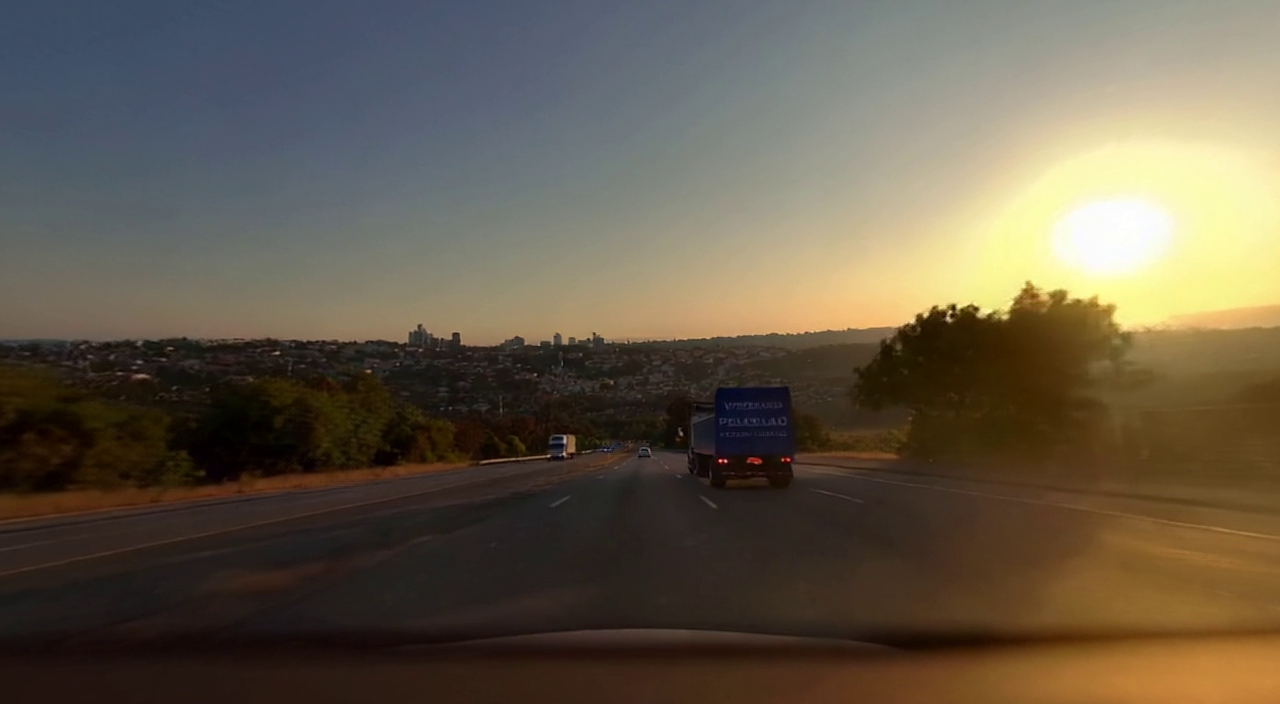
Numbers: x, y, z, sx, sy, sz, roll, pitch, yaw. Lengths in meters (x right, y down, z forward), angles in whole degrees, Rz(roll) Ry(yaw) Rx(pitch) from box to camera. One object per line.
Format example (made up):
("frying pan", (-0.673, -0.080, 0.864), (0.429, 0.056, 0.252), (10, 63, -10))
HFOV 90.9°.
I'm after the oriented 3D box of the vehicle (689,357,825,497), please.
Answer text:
("vehicle", (4.042, 3.211, 25.500), (3.341, 4.269, 12.252), (0, -9, 1))
